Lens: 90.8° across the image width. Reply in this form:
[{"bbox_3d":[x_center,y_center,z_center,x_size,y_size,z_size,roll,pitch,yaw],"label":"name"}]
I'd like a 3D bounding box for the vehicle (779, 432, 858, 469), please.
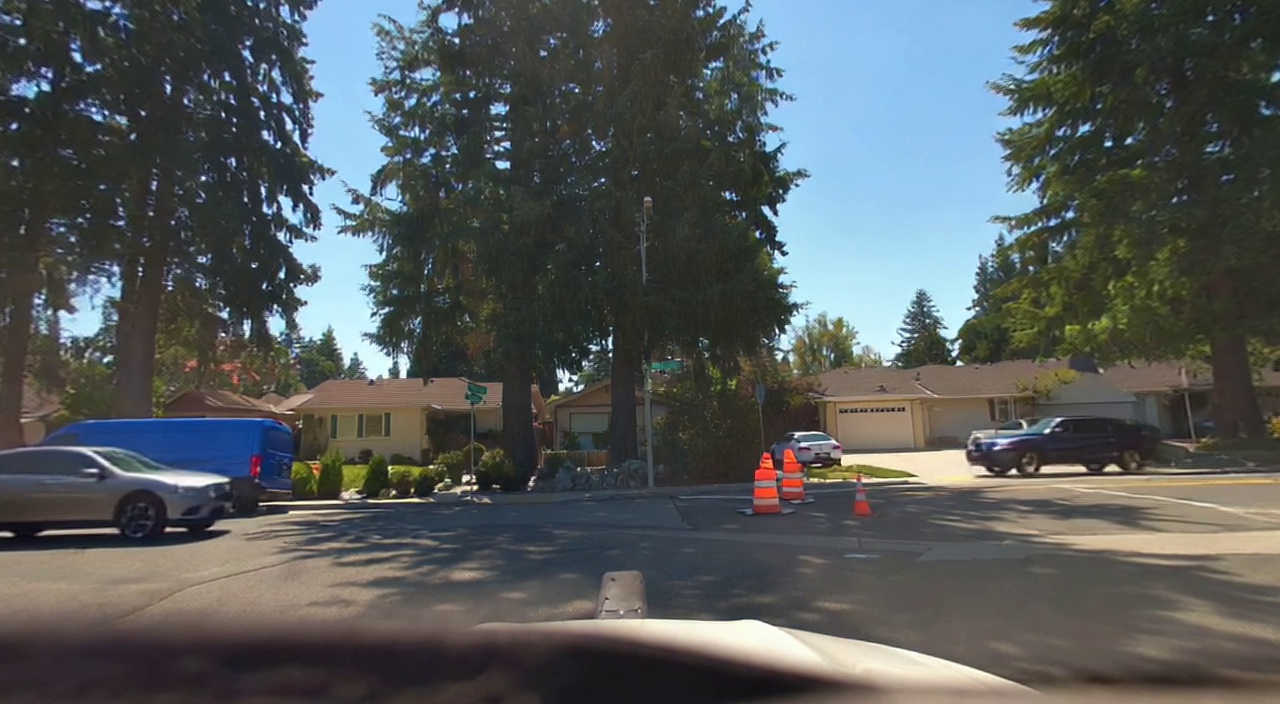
[{"bbox_3d":[8.063,4.493,28.946,1.893,1.529,4.422,1,-9,-7],"label":"vehicle"}]

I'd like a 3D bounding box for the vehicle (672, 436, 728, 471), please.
[{"bbox_3d":[2.593,4.538,28.373,1.745,1.461,4.074,1,-8,-6],"label":"vehicle"}]

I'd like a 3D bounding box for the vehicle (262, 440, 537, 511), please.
[{"bbox_3d":[-6.382,3.400,17.817,6.643,1.777,2.925,1,-8,-5],"label":"vehicle"}]

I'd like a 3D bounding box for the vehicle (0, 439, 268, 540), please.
[{"bbox_3d":[-9.495,2.312,10.997,4.684,1.556,2.087,0,-8,-1],"label":"vehicle"}]

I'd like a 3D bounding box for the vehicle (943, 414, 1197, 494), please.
[{"bbox_3d":[10.804,2.587,16.162,5.047,1.851,2.103,1,-9,-5],"label":"vehicle"}]

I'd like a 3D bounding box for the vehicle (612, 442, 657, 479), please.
[{"bbox_3d":[-0.302,4.756,27.931,1.648,1.430,3.654,4,-9,-4],"label":"vehicle"}]

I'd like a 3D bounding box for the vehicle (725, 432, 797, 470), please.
[{"bbox_3d":[5.340,4.462,28.494,2.007,1.555,4.204,1,-9,-7],"label":"vehicle"}]
